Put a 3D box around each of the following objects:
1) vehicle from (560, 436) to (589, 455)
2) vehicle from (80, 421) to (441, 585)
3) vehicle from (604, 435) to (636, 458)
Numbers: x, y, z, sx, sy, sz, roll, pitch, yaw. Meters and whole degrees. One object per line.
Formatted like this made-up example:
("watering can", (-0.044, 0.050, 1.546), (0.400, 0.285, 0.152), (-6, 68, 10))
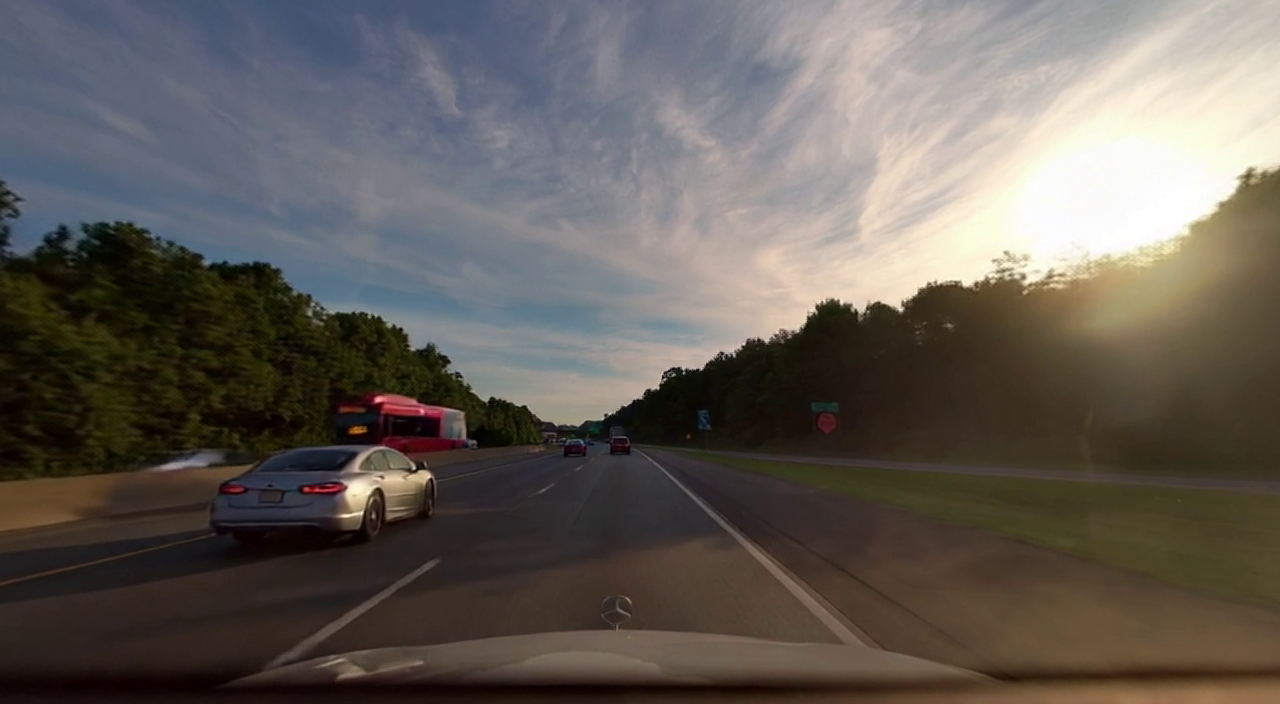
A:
("vehicle", (-5.049, 7.253, 48.979), (1.907, 1.445, 4.049), (0, -8, -1))
("vehicle", (-4.115, 1.654, 7.853), (1.958, 1.477, 4.121), (0, -8, -1))
("vehicle", (-1.386, 6.610, 44.267), (2.162, 1.460, 4.242), (0, -8, -2))
